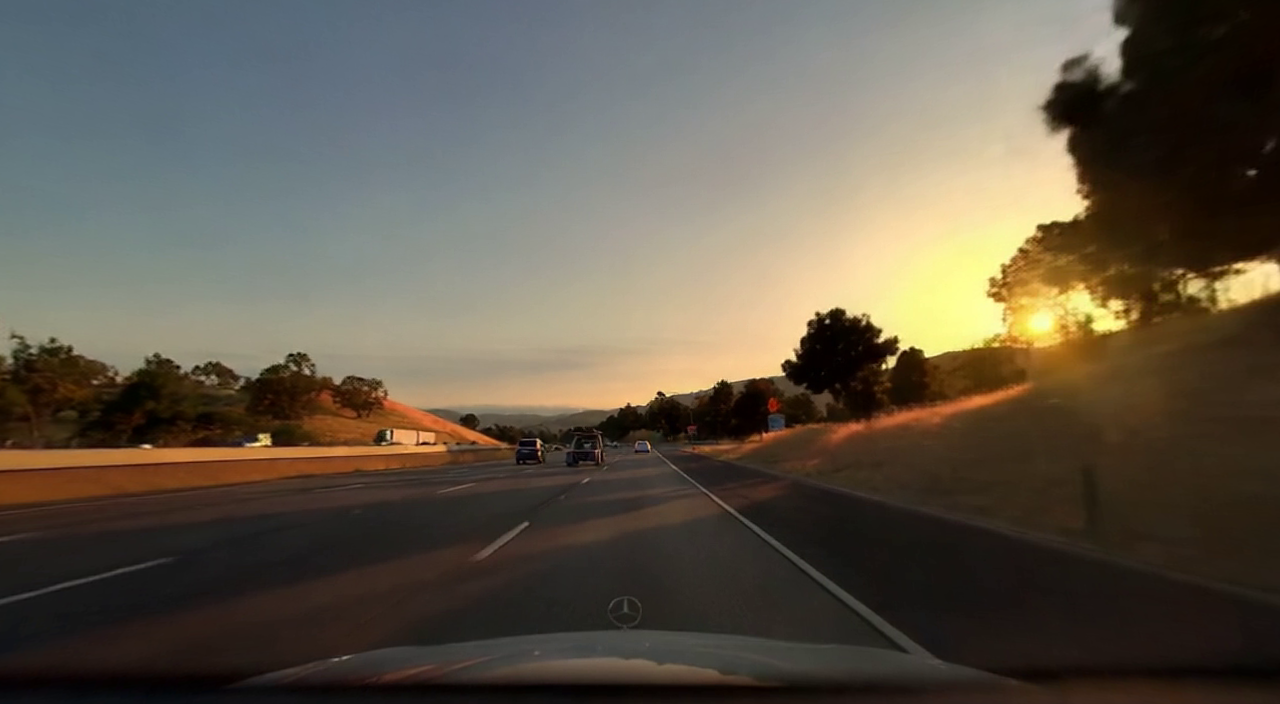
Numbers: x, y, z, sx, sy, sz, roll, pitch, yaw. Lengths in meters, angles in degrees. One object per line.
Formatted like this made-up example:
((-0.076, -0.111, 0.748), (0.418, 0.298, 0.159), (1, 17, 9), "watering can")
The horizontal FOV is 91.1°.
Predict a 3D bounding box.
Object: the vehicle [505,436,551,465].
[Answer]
((-7.301, 6.466, 41.347), (2.078, 1.729, 4.722), (0, -8, 1), "vehicle")

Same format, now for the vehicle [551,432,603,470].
((-3.092, 4.936, 31.467), (2.194, 1.766, 3.720), (0, -8, 0), "vehicle")
